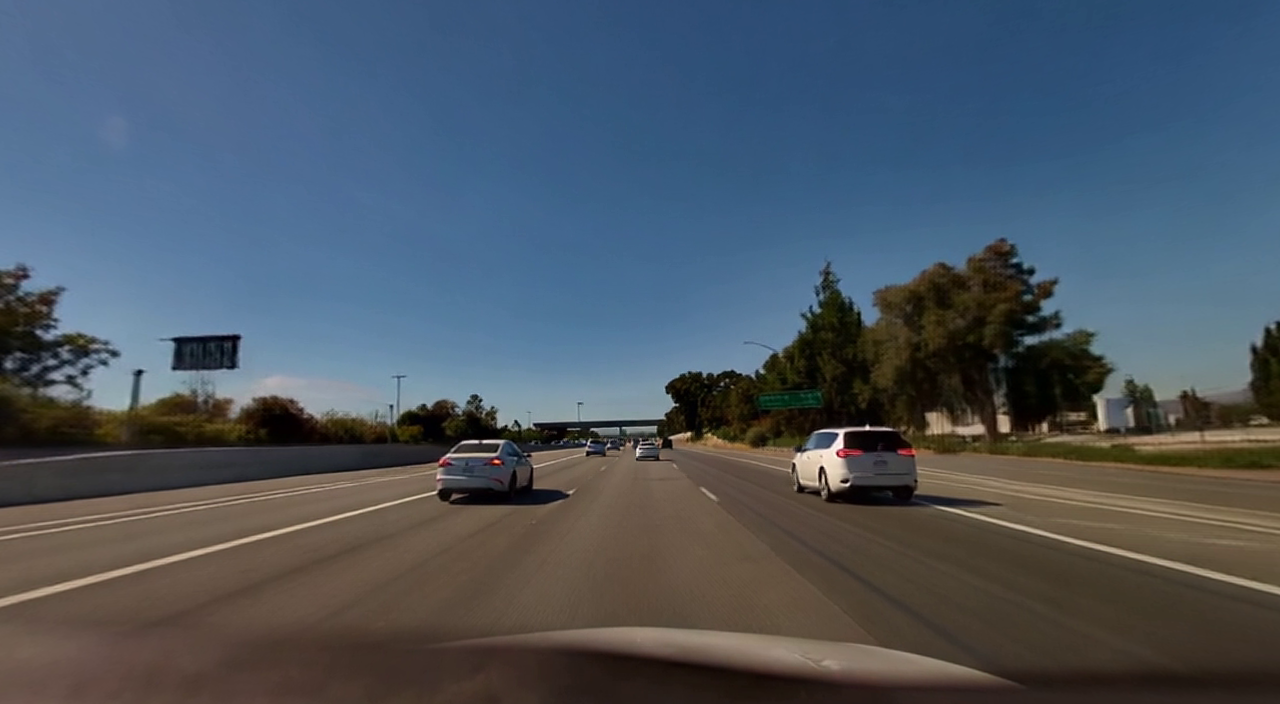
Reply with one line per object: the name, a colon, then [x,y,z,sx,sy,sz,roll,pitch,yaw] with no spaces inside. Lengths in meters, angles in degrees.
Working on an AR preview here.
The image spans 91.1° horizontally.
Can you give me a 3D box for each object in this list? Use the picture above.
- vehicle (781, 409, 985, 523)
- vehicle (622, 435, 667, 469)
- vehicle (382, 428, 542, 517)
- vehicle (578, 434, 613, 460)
vehicle: [4.211,2.048,11.817,2.025,1.707,4.279,0,-8,-1]
vehicle: [0.232,4.840,30.690,2.049,1.542,3.816,-1,-8,0]
vehicle: [-3.515,2.458,13.437,2.066,1.561,4.495,-1,-8,1]
vehicle: [-3.041,6.595,43.543,2.044,1.682,4.201,-1,-8,1]
